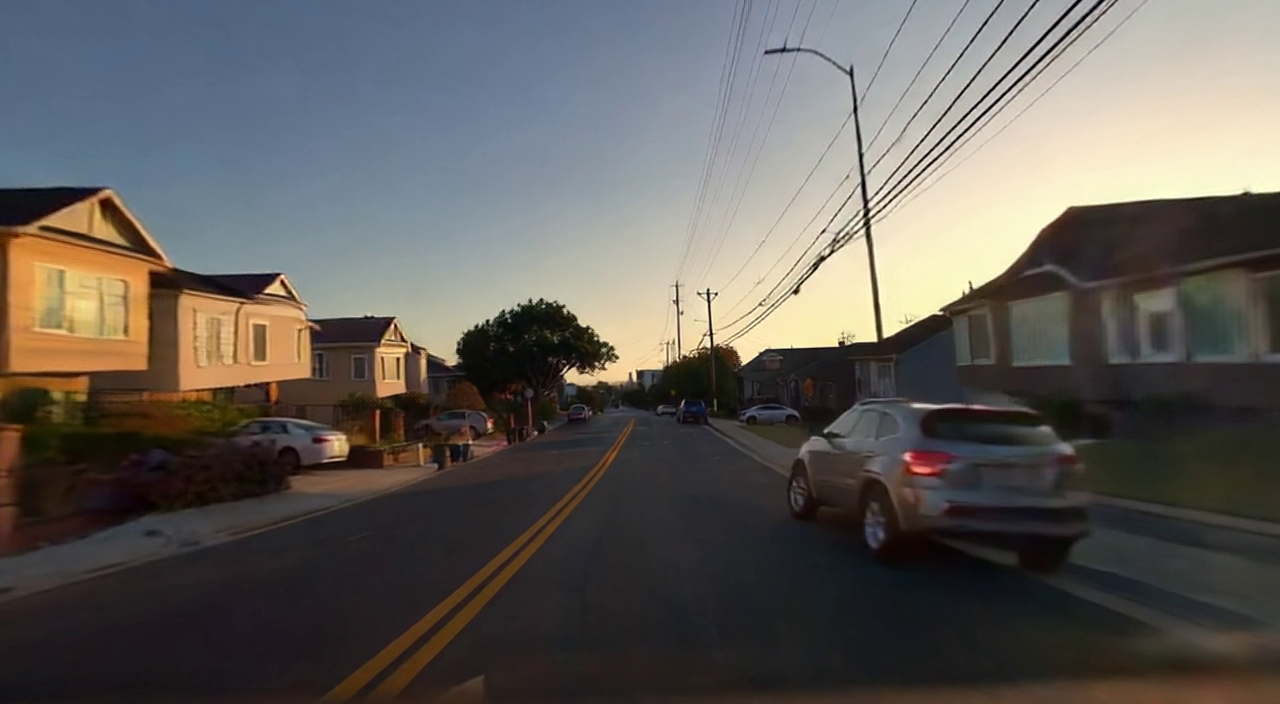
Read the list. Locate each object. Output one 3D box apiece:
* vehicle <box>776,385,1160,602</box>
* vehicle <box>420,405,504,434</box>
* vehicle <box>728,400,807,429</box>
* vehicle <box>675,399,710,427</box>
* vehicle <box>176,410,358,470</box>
[{"bbox_3d":[3.342,1.487,7.869,2.211,1.860,4.813,0,-7,0],"label":"vehicle"},{"bbox_3d":[-10.927,4.184,38.832,4.484,1.538,1.901,3,-7,4],"label":"vehicle"},{"bbox_3d":[8.375,4.175,41.817,4.893,1.642,1.874,-2,-9,5],"label":"vehicle"},{"bbox_3d":[3.874,4.567,47.391,2.277,1.917,5.495,0,-5,1],"label":"vehicle"},{"bbox_3d":[-11.785,2.810,20.119,4.525,1.797,2.024,-1,-8,4],"label":"vehicle"}]
